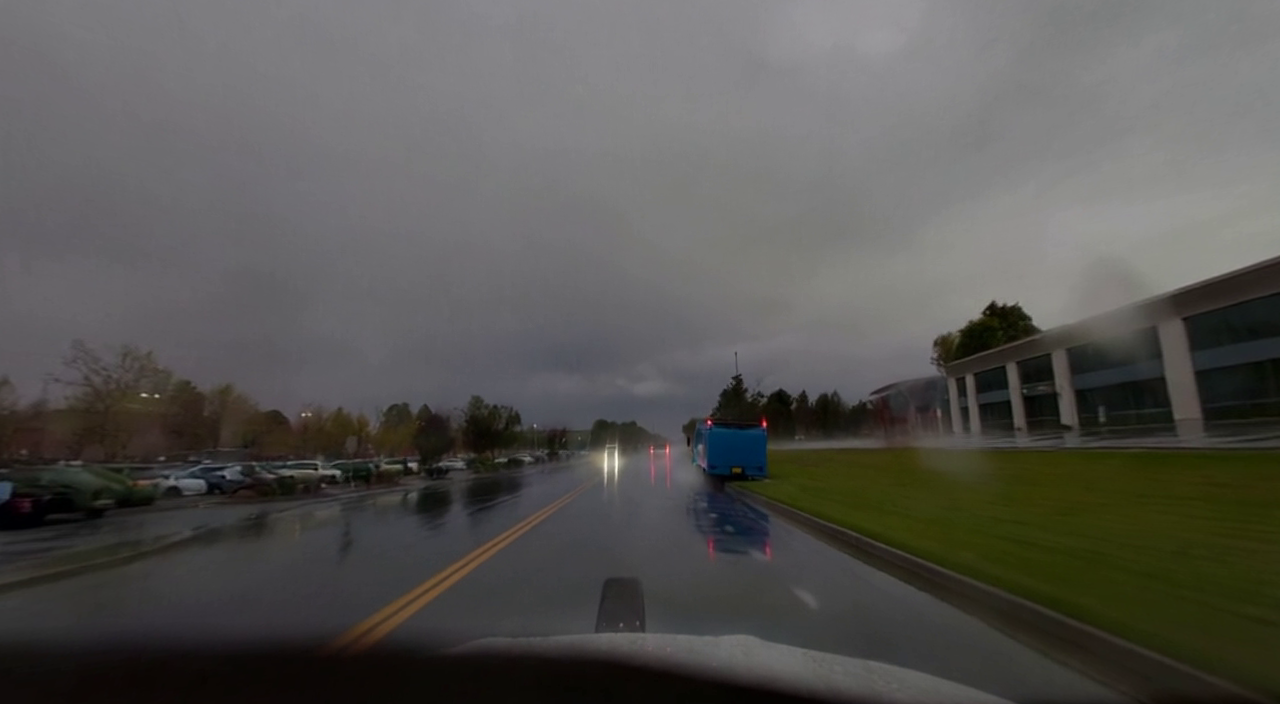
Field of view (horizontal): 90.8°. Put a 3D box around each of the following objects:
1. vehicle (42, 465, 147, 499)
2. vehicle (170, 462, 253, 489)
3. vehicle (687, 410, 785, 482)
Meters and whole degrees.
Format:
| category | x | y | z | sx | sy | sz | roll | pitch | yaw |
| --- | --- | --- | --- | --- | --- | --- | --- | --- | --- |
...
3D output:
| category | x | y | z | sx | sy | sz | roll | pitch | yaw |
| --- | --- | --- | --- | --- | --- | --- | --- | --- | --- |
| vehicle | -31.107 | 7.389 | 36.061 | 4.313 | 1.738 | 1.985 | -1 | -8 | 7 |
| vehicle | -30.126 | 8.669 | 44.459 | 4.371 | 1.750 | 1.940 | 0 | -8 | 1 |
| vehicle | 4.523 | 4.815 | 32.528 | 3.282 | 3.067 | 10.181 | 0 | -8 | -1 |
